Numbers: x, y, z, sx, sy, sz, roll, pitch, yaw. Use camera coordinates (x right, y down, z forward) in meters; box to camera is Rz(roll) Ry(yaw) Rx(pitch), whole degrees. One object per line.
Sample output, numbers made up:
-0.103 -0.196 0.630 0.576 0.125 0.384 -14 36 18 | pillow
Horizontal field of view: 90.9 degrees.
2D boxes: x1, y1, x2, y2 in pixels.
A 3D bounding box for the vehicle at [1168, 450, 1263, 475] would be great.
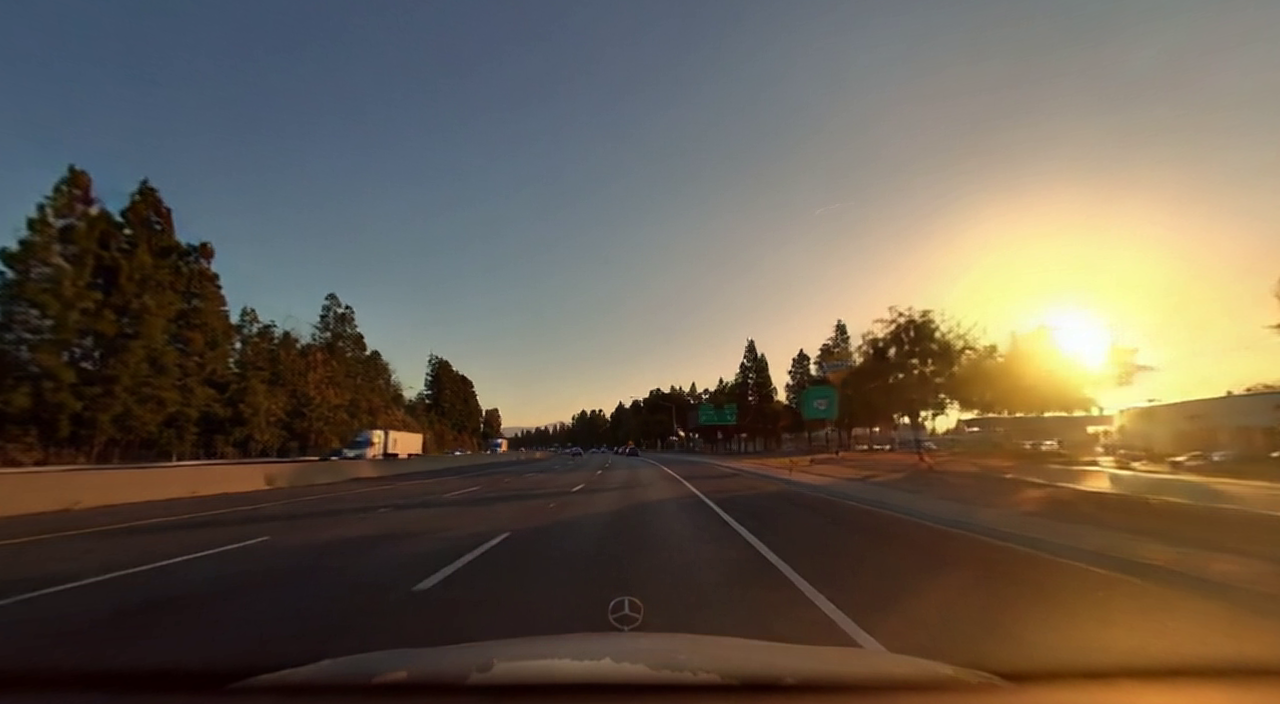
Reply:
42.745 8.201 46.958 4.689 1.732 2.075 -2 -8 12 | vehicle
